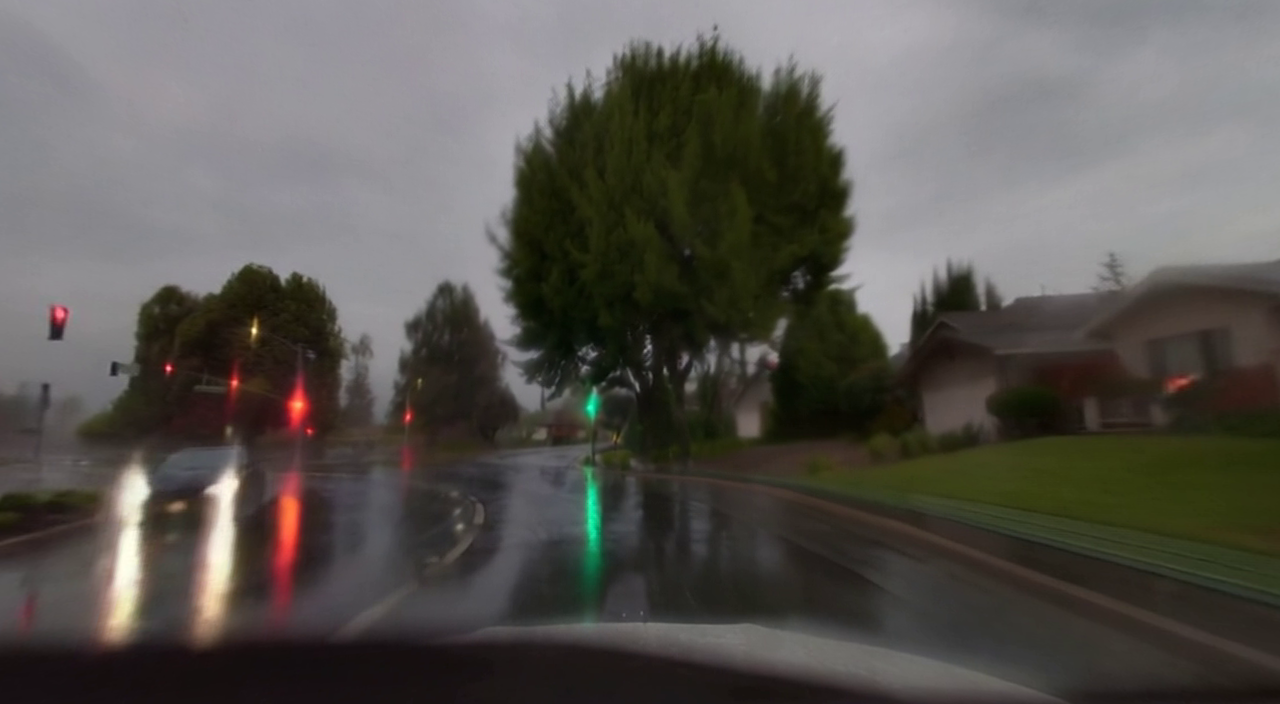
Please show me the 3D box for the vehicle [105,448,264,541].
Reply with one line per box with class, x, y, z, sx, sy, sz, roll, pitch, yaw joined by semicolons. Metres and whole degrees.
vehicle;-8.907;2.682;12.655;2.066;1.455;4.770;5;-10;-31
